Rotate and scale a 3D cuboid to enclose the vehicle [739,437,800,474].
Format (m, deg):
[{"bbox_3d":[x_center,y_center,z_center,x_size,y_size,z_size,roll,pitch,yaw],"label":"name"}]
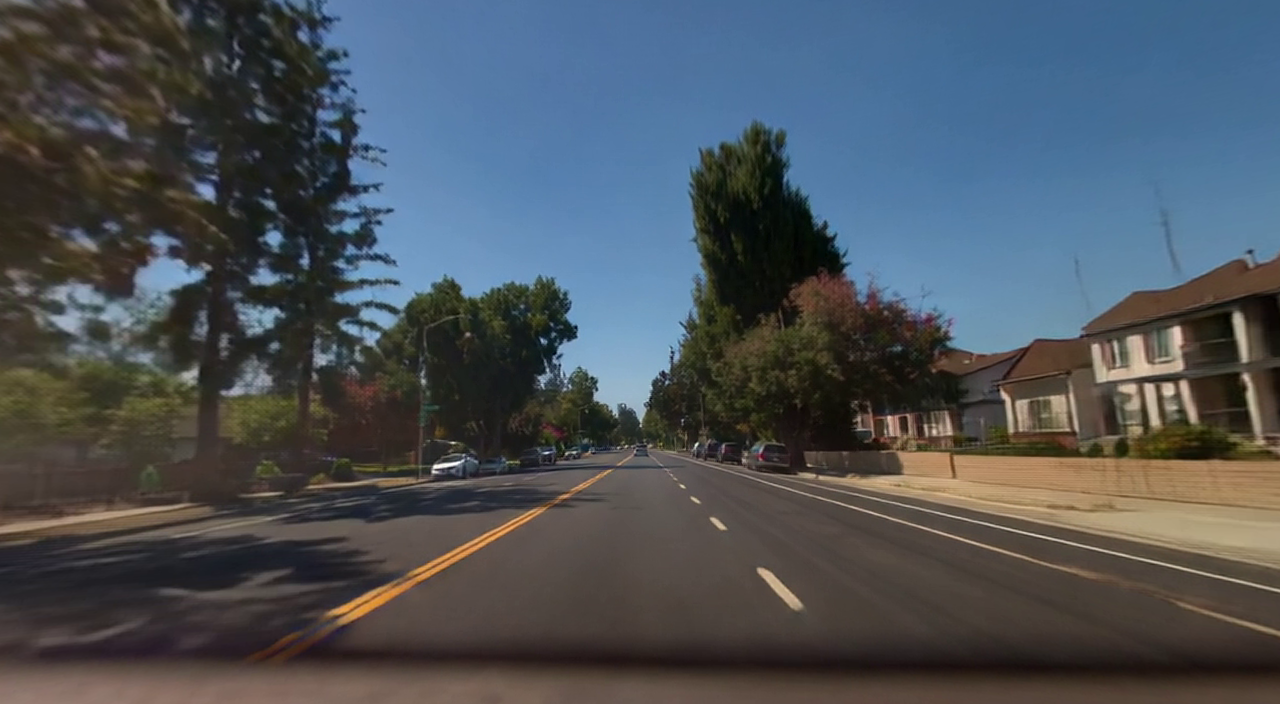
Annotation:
[{"bbox_3d":[7.500,6.048,37.250,2.224,1.956,6.057,0,-8,-1],"label":"vehicle"}]

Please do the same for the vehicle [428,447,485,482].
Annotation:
[{"bbox_3d":[-10.654,6.547,36.975,1.996,1.781,4.139,-3,-9,3],"label":"vehicle"}]

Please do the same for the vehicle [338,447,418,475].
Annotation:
[{"bbox_3d":[-18.351,7.643,44.393,4.699,1.853,2.095,-1,-8,3],"label":"vehicle"}]
